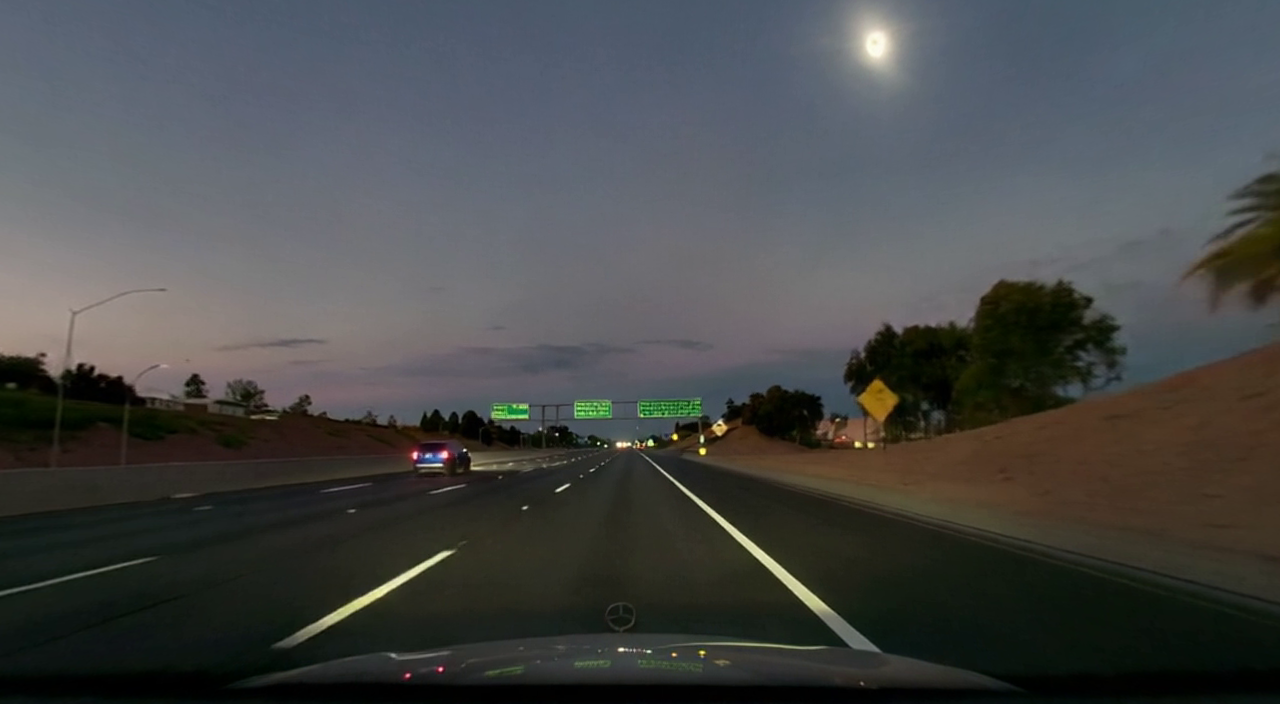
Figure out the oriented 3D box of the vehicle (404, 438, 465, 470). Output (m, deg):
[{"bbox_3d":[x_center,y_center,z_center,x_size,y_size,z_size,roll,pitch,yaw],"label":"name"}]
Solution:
[{"bbox_3d":[-11.810,5.881,36.627,2.016,1.754,4.543,0,-8,0],"label":"vehicle"}]
